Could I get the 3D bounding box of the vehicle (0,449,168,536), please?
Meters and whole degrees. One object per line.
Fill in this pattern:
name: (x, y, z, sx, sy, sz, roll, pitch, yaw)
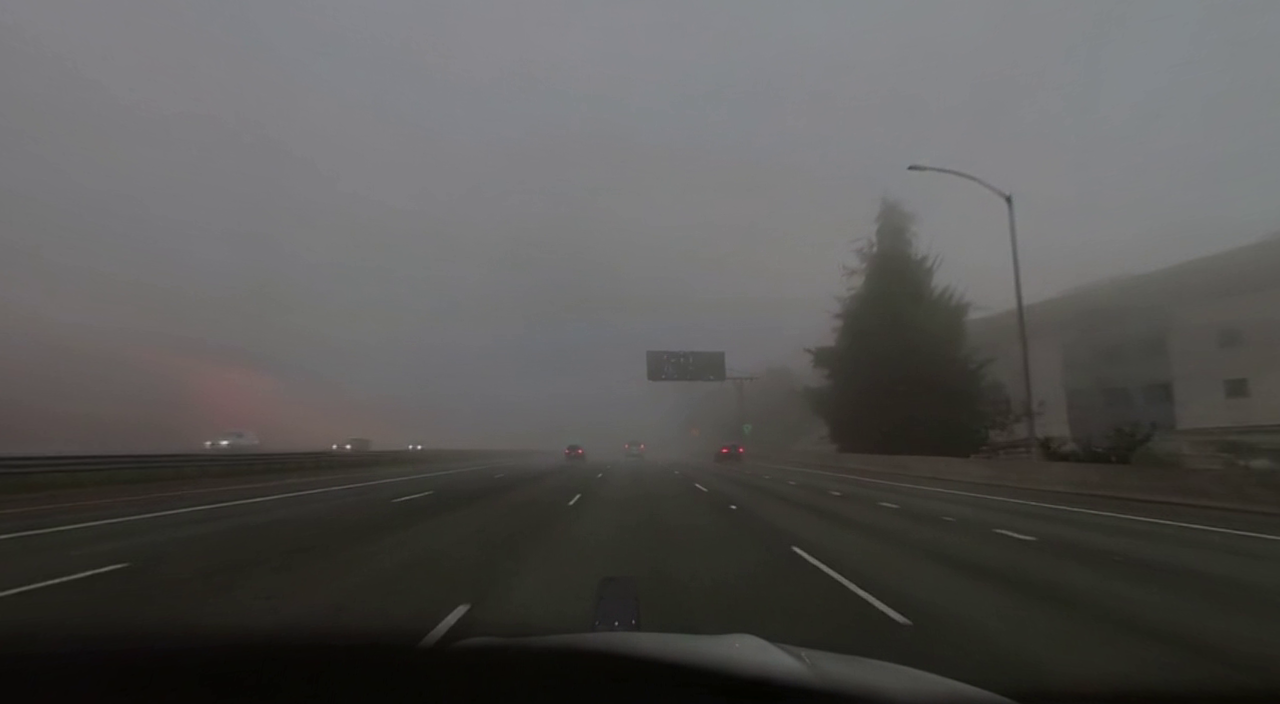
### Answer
vehicle: (-11.456, 2.517, 11.627, 1.983, 1.381, 4.464, -1, -8, 2)
